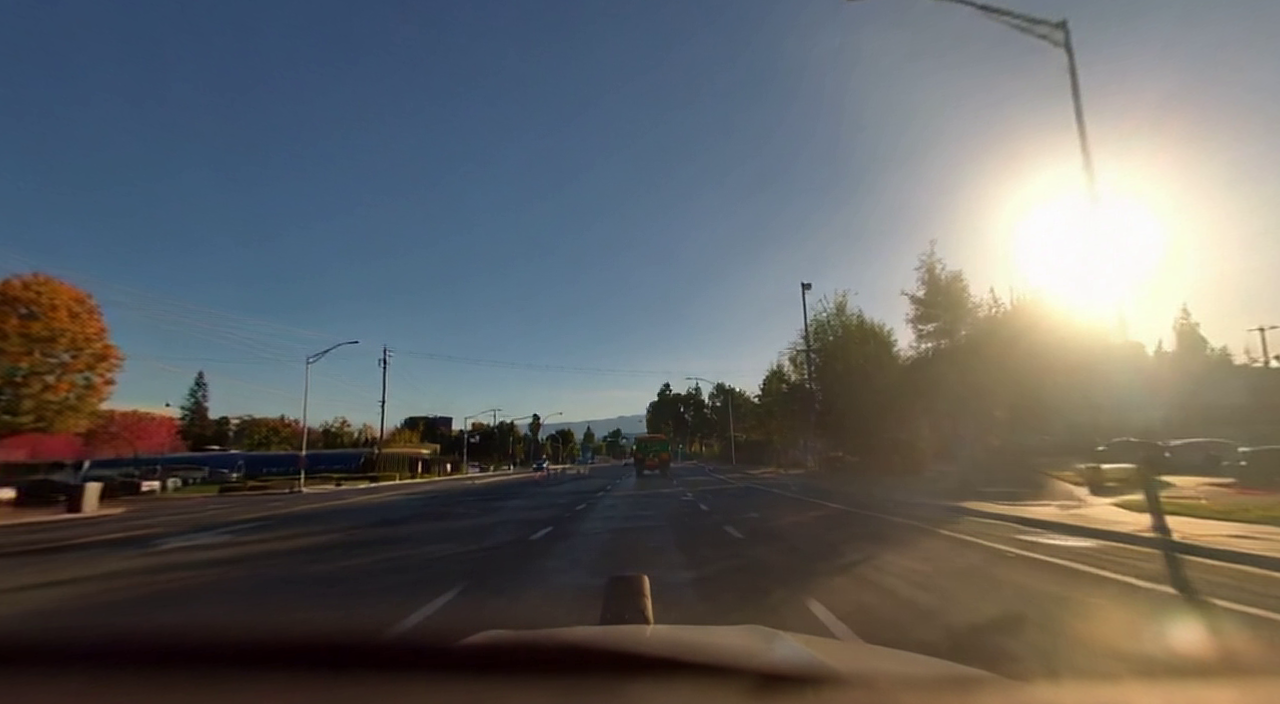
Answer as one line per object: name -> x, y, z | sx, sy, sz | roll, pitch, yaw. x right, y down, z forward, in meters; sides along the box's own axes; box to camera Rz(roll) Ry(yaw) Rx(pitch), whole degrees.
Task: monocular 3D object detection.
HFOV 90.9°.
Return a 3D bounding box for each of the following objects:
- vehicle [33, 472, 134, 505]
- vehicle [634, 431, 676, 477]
vehicle -> -33.962, 8.328, 38.670 | 1.812, 1.472, 4.739 | -4, -8, 2
vehicle -> 0.977, 7.854, 48.385 | 2.843, 3.120, 10.422 | 0, -10, 0
